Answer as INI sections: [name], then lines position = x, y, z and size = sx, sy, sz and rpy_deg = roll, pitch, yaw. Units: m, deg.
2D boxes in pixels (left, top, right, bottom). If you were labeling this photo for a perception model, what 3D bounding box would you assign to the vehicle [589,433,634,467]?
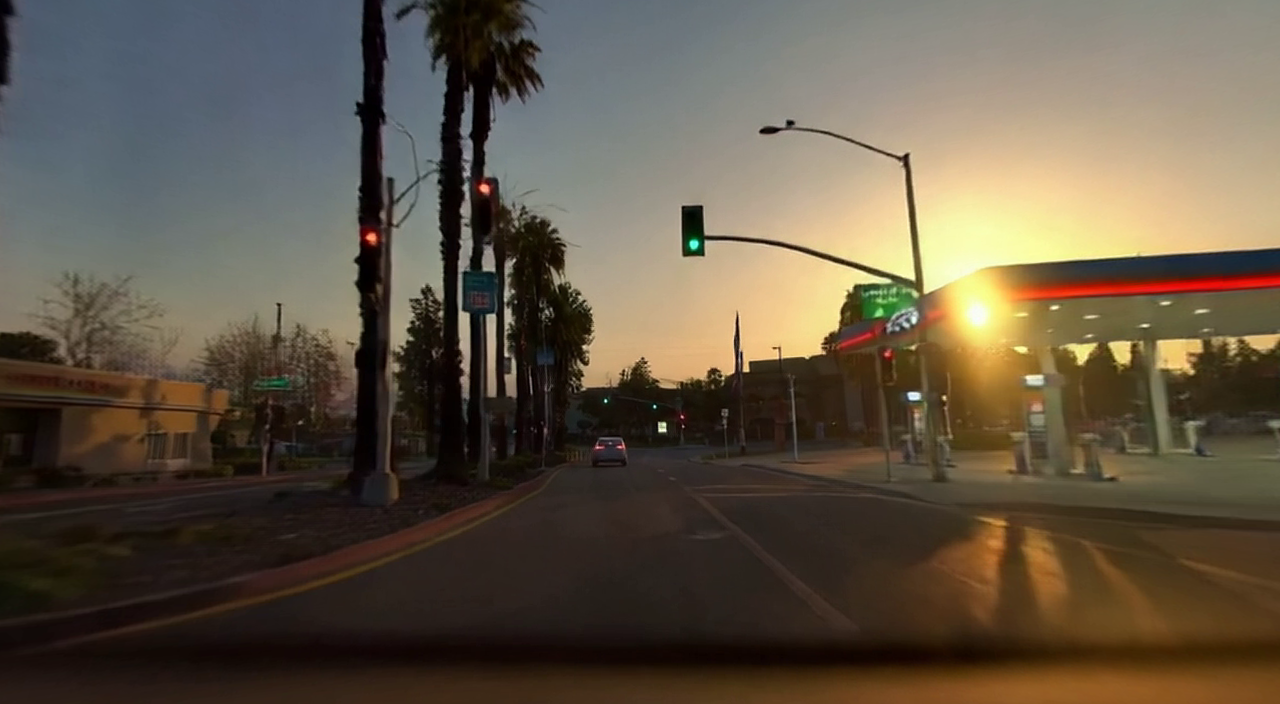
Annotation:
[vehicle]
position = -1.429, 4.860, 31.358
size = 2.073, 1.525, 4.809
rpy_deg = 0, -9, -3
